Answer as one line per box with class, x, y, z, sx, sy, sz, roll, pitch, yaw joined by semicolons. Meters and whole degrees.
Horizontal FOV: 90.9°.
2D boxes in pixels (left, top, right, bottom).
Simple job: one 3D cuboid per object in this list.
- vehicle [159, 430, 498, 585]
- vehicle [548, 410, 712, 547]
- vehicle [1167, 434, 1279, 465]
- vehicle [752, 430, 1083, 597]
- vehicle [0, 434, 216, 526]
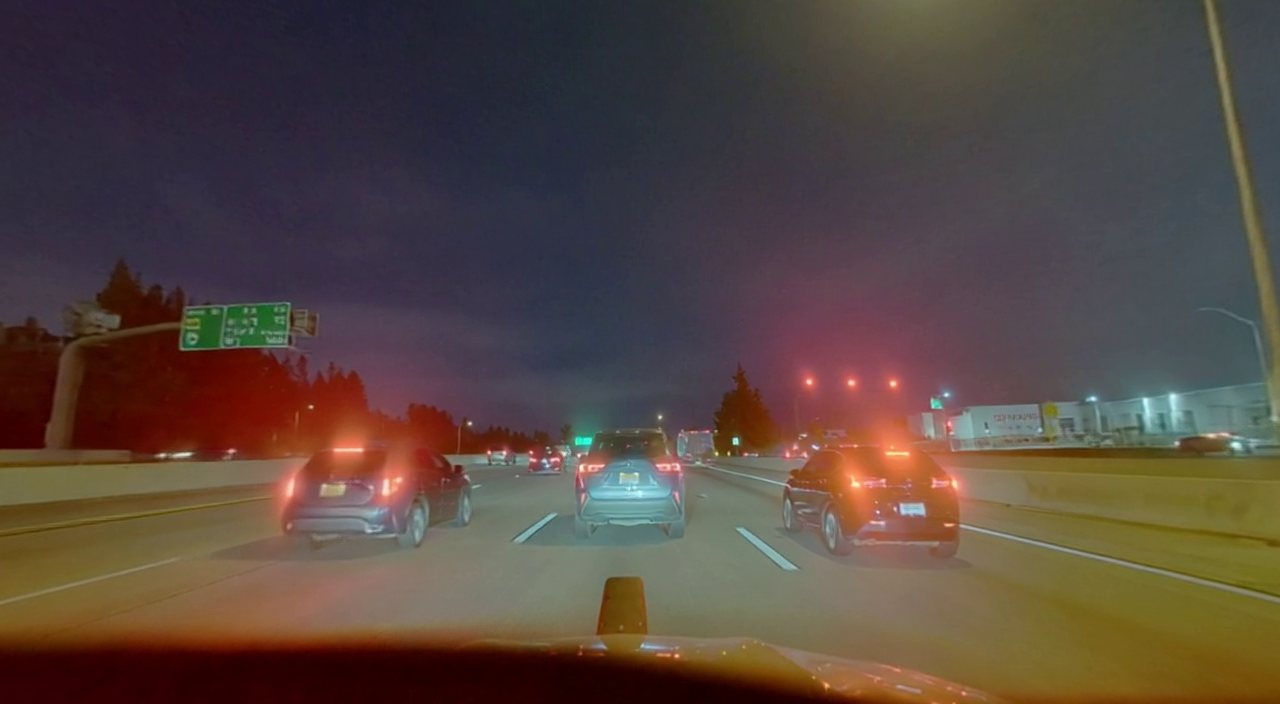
vehicle;-3.490;1.827;8.315;2.132;1.464;4.481;0;-9;1
vehicle;-0.144;1.960;10.326;2.152;1.779;3.924;0;-9;0
vehicle;31.818;5.300;34.351;1.805;1.536;4.325;3;-9;-18
vehicle;2.888;1.784;7.934;2.018;1.470;4.491;0;-9;-2
vehicle;-11.170;2.448;12.679;1.930;1.485;4.765;0;-9;1
